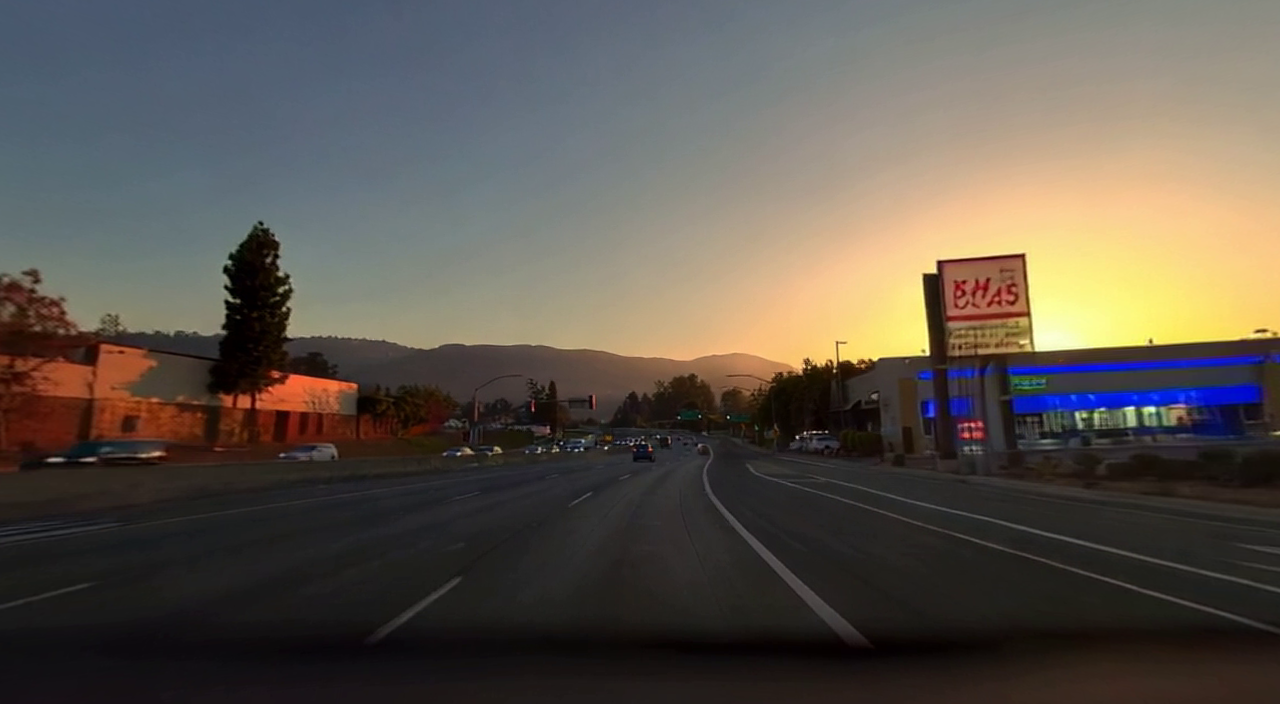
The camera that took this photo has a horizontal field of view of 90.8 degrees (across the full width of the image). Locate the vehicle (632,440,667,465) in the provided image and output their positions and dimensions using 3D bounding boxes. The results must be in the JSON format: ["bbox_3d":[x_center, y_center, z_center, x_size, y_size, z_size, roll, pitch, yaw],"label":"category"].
[{"bbox_3d":[0.760,7.504,47.326,2.139,1.782,4.079,-1,-8,7],"label":"vehicle"}]

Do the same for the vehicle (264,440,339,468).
[{"bbox_3d":[-22.086,6.652,41.442,2.090,1.720,4.470,-1,-8,7],"label":"vehicle"}]

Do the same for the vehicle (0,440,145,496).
[{"bbox_3d":[-17.966,3.431,19.092,1.941,1.475,4.722,-1,-8,4],"label":"vehicle"}]
